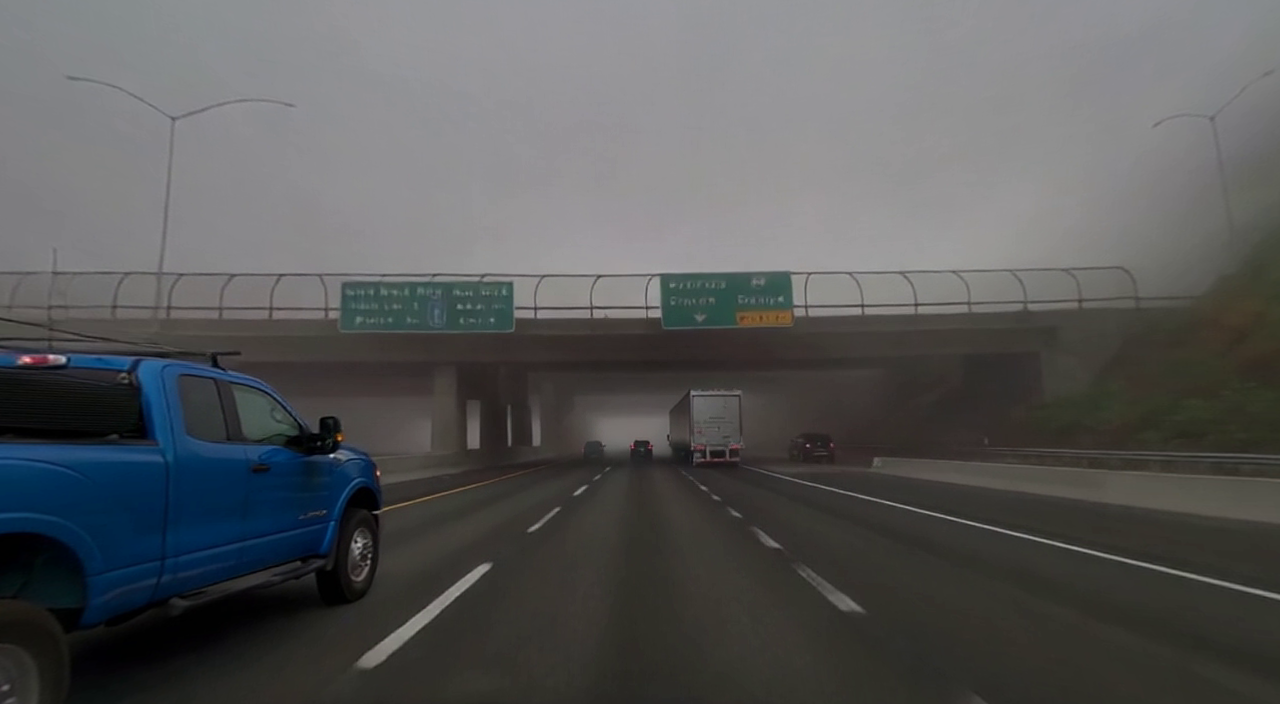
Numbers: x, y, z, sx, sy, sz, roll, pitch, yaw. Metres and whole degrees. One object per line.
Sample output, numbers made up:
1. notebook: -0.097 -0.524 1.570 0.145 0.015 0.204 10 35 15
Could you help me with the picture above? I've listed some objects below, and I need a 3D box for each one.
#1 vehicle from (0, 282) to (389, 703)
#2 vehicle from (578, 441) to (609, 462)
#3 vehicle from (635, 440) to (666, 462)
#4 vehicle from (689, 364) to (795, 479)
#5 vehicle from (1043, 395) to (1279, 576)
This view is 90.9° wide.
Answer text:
1. vehicle: -4.133 0.863 3.701 2.599 2.054 6.288 -1 -8 1
2. vehicle: -3.425 7.441 47.298 2.077 1.446 4.106 0 -8 0
3. vehicle: 0.732 7.114 45.356 2.092 1.446 4.092 0 -8 0
4. vehicle: 4.090 3.383 28.675 2.885 4.036 12.891 0 -8 1
5. vehicle: 7.112 1.436 7.144 1.999 1.700 4.640 0 -8 0
